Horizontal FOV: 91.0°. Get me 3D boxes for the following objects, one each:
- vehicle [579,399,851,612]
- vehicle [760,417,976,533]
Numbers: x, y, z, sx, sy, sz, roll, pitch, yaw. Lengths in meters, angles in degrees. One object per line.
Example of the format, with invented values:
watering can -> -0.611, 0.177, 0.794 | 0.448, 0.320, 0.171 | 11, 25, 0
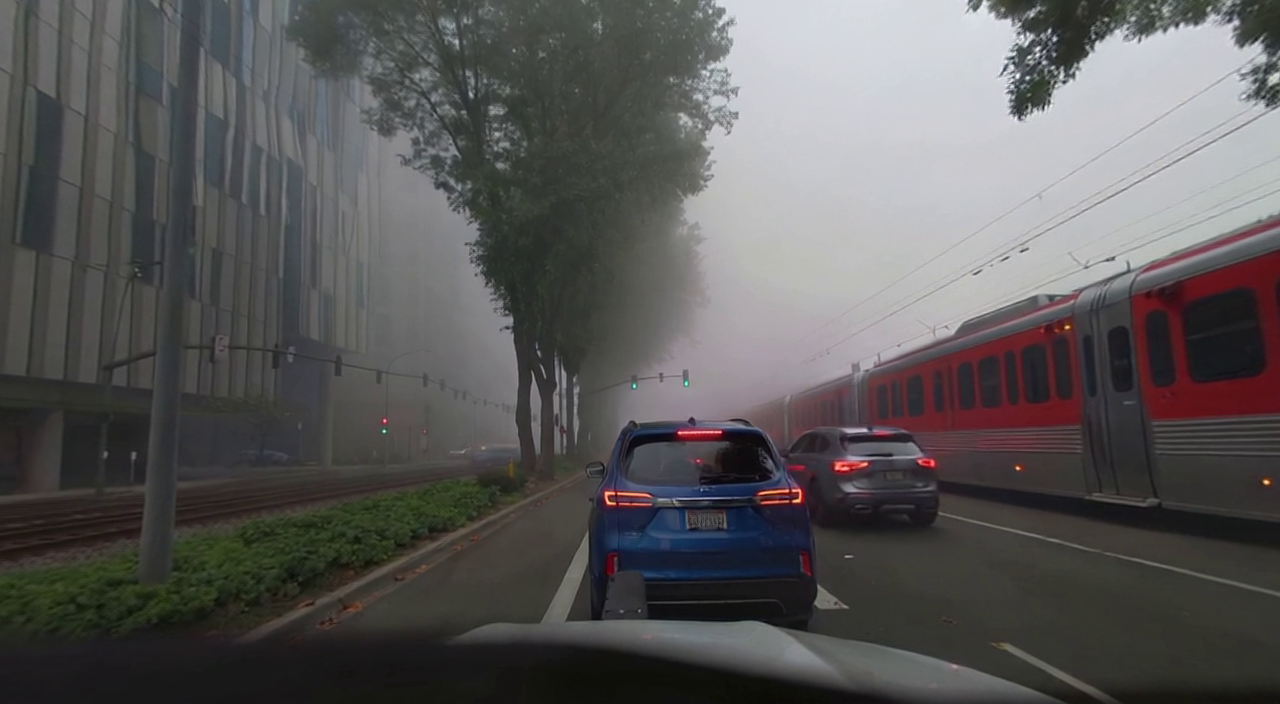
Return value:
vehicle -> 0.489, 1.537, 7.172 | 2.190, 1.684, 4.084 | 0, -9, -3
vehicle -> 3.870, 2.200, 11.832 | 2.212, 1.709, 4.715 | 0, -9, -1
